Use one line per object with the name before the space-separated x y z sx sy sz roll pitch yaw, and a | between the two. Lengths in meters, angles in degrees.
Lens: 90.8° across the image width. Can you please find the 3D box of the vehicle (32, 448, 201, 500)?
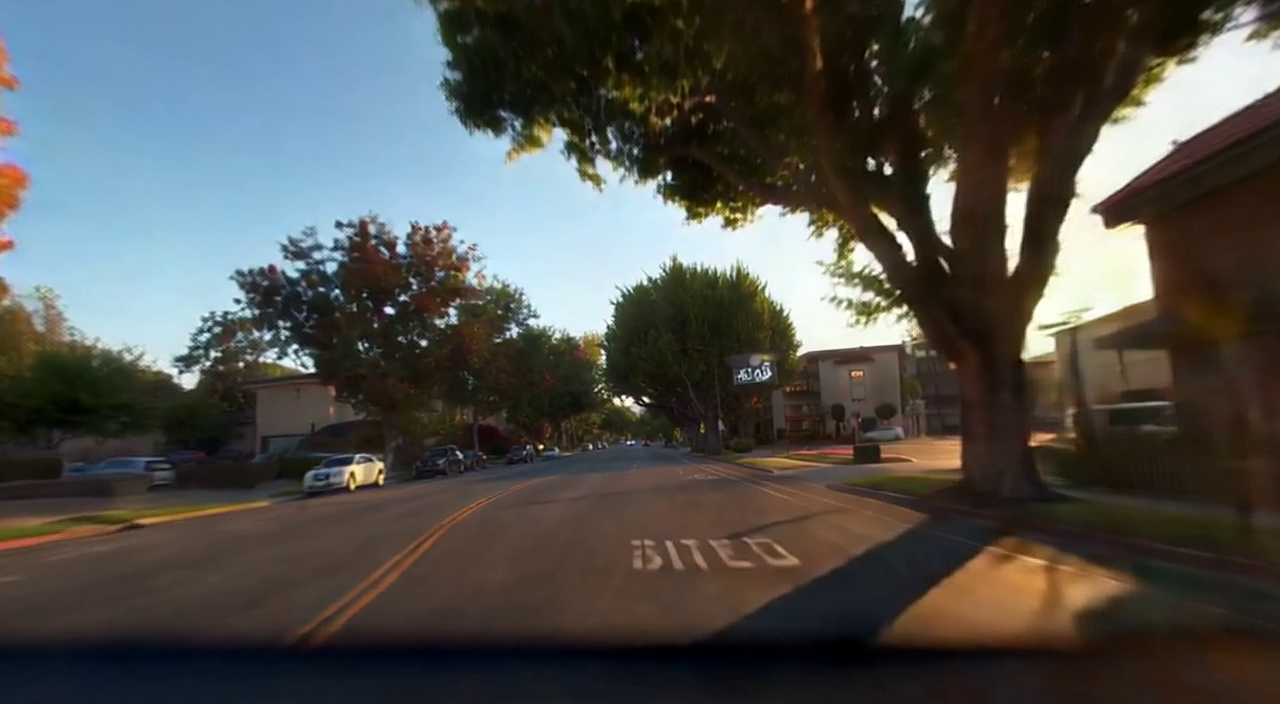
vehicle | -21.398 4.941 26.139 2.079 1.877 4.862 -4 -9 21

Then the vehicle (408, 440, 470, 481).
vehicle | -11.097 5.975 35.144 2.015 1.884 4.488 -6 -8 -2

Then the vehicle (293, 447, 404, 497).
vehicle | -11.163 4.591 24.632 1.950 1.720 4.868 -1 -9 1

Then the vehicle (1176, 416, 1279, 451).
vehicle | 30.729 4.180 32.067 1.960 1.670 4.863 4 -9 -25
